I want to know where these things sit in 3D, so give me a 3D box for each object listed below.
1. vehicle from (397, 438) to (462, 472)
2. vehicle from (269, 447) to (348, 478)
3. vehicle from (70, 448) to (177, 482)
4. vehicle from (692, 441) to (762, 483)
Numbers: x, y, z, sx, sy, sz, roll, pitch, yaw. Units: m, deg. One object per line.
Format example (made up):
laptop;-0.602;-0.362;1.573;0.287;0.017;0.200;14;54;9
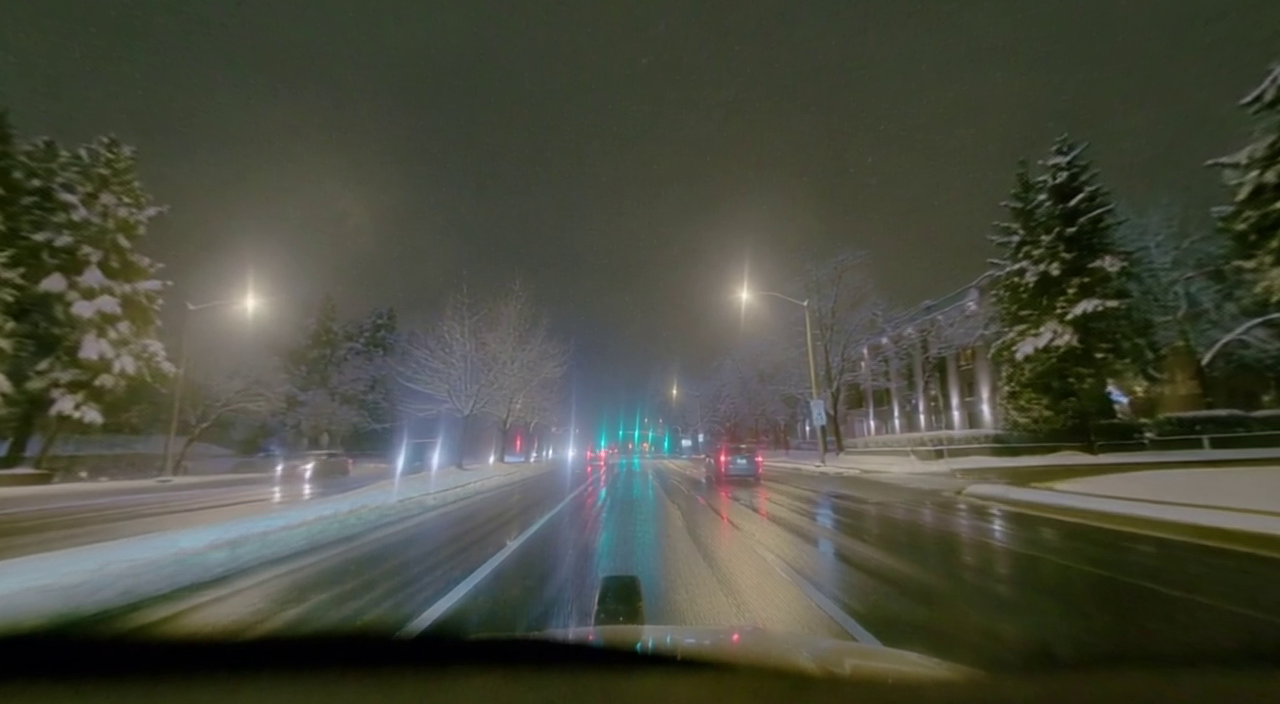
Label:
vehicle;-11.370;5.592;34.406;2.027;1.716;4.357;0;-9;0
vehicle;-17.455;5.821;33.466;1.897;1.507;4.132;0;-9;0
vehicle;-30.396;6.624;37.284;4.409;1.912;2.090;0;-9;0
vehicle;3.182;4.120;23.974;1.966;1.449;4.290;0;-9;-1
